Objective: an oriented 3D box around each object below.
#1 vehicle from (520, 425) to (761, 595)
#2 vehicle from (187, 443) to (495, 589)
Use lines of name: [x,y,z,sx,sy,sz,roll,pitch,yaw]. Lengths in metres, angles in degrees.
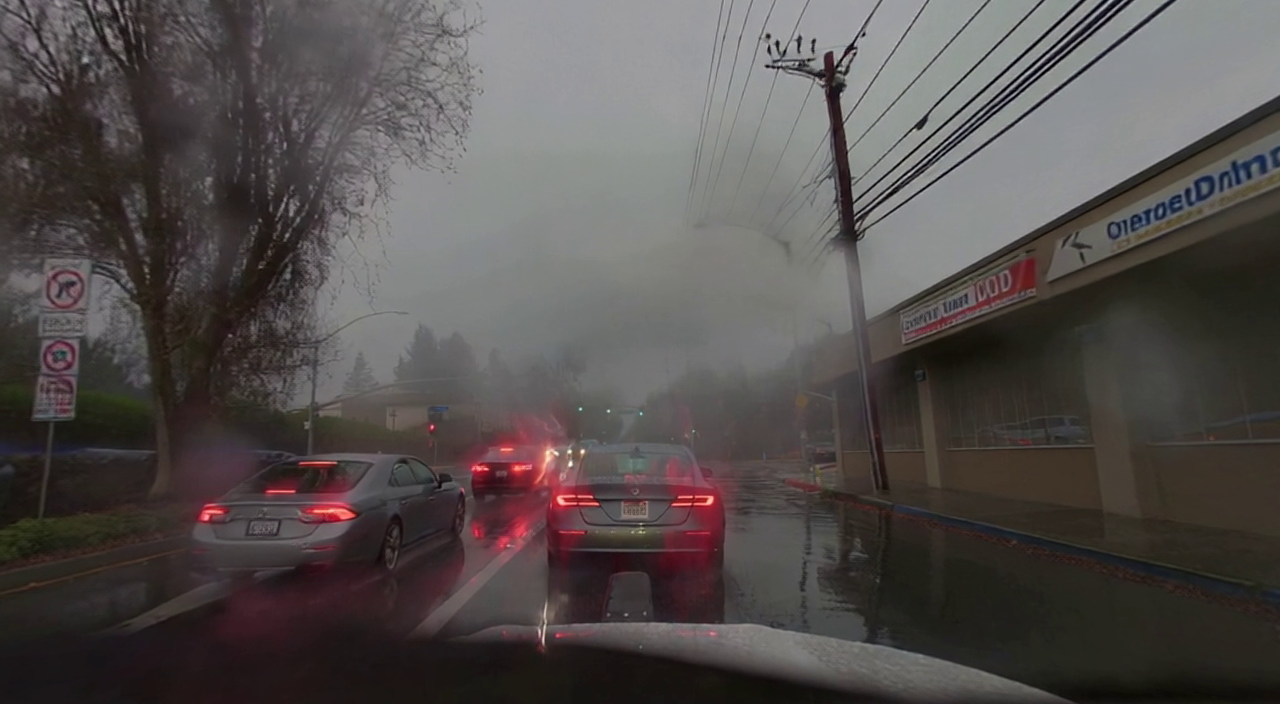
vehicle: [-0.007,1.688,7.568,2.101,1.469,3.955,0,-9,0]
vehicle: [-3.220,1.813,7.842,1.765,1.319,4.013,0,-9,2]
